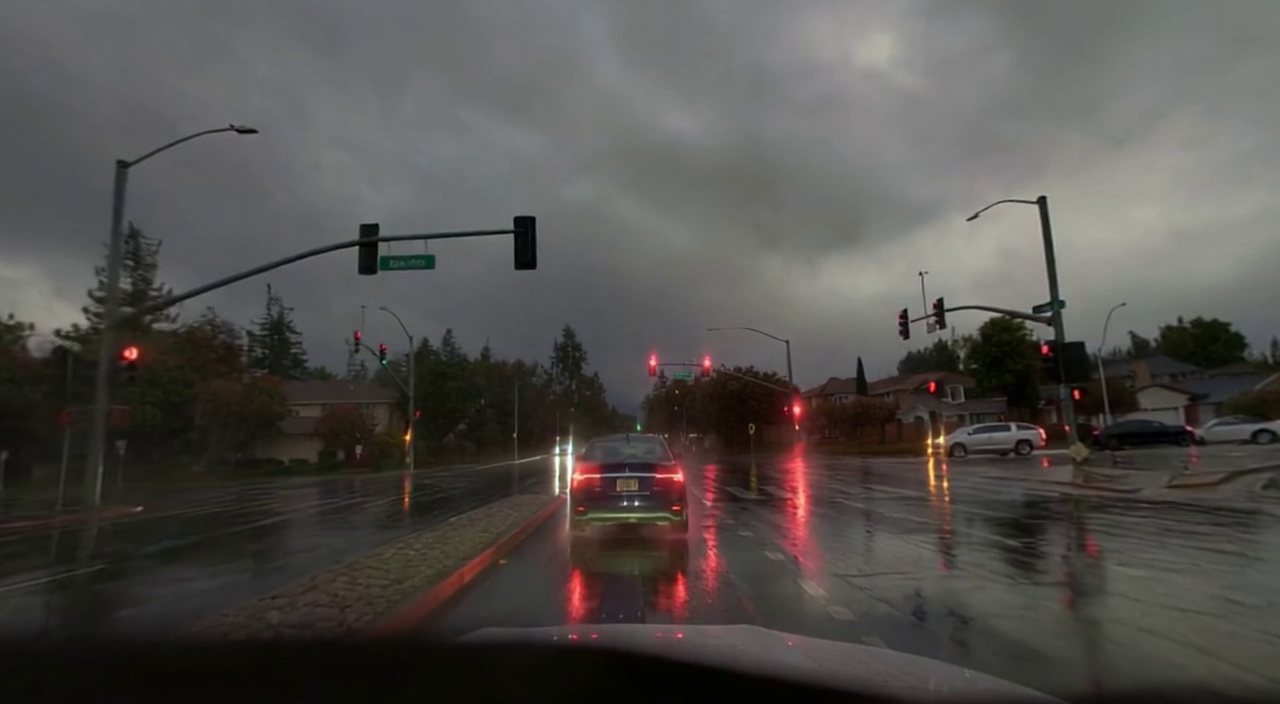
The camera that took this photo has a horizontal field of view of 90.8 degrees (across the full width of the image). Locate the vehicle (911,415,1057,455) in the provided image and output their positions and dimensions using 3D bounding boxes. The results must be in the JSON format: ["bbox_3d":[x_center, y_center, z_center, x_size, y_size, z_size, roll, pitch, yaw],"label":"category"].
[{"bbox_3d":[17.956,4.369,33.271,6.025,2.000,2.876,0,-7,-2],"label":"vehicle"}]

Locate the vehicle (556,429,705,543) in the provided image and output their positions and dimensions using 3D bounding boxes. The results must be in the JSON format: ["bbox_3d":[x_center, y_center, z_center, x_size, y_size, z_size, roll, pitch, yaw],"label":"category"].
[{"bbox_3d":[0.049,2.156,10.894,2.074,1.570,3.647,0,-8,7],"label":"vehicle"}]

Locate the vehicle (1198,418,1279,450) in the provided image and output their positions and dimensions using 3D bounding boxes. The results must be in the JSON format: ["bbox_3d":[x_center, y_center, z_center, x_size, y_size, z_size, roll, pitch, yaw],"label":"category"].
[{"bbox_3d":[35.927,4.799,36.901,4.735,1.784,2.094,1,-7,-3],"label":"vehicle"}]

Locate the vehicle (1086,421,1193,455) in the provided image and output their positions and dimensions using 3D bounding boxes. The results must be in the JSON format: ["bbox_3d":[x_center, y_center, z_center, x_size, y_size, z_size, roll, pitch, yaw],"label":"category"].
[{"bbox_3d":[28.658,4.944,36.326,4.557,1.899,1.996,0,-9,-5],"label":"vehicle"}]
